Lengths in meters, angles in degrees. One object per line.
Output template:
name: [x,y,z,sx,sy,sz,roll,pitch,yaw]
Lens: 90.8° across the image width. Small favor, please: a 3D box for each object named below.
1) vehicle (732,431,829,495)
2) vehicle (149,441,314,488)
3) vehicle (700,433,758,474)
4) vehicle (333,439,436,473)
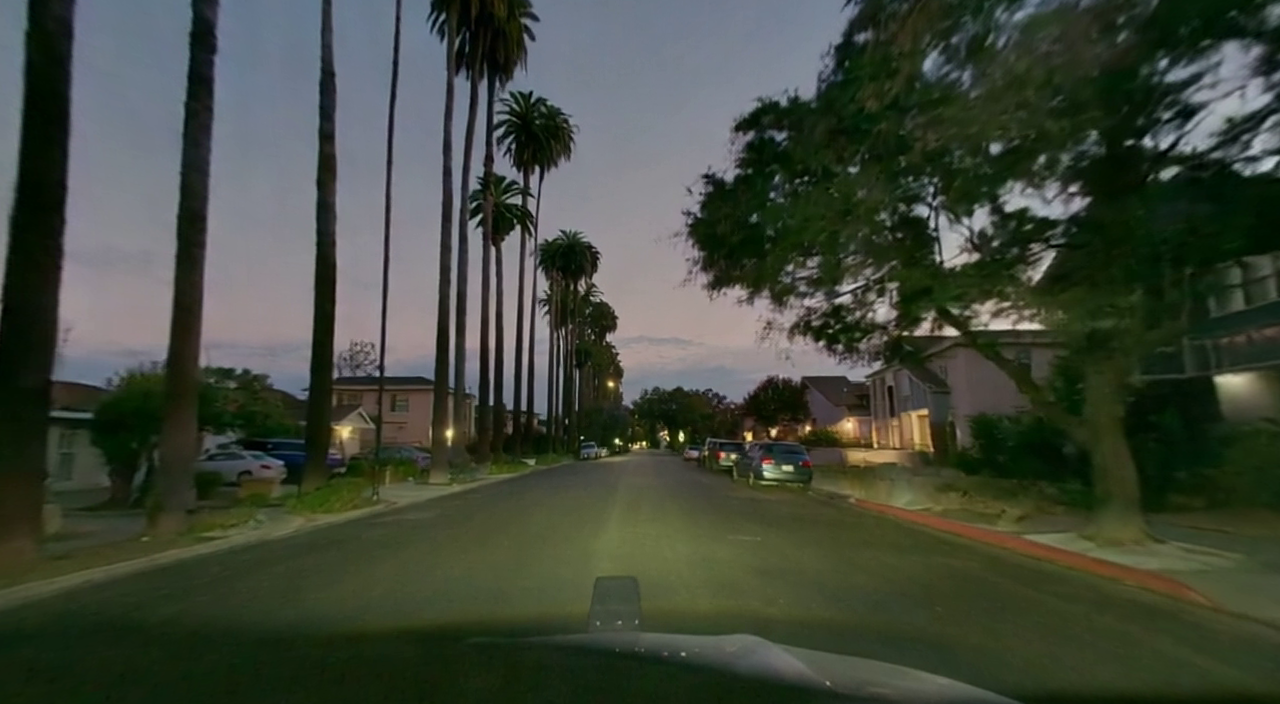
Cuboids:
vehicle: [4.273,3.436,20.003,1.971,1.663,5.076,2,-8,1]
vehicle: [-13.497,3.729,21.035,4.250,1.469,1.817,-1,-8,3]
vehicle: [4.151,4.839,30.341,2.166,1.766,5.186,0,-8,1]
vehicle: [-13.157,5.345,32.709,4.448,1.679,1.972,-1,-8,2]
